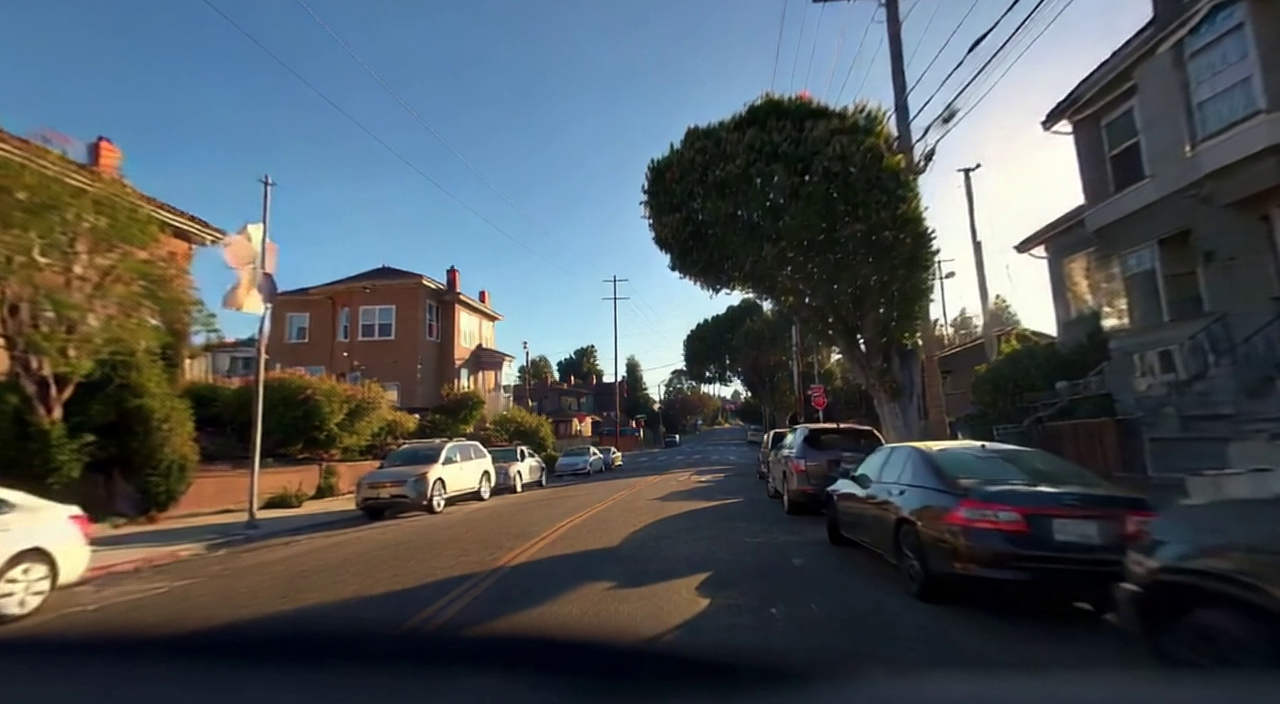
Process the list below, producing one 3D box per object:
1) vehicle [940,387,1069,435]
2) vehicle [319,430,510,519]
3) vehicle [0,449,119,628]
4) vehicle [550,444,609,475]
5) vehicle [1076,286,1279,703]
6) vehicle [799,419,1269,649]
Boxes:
[{"bbox_3d":[12.559,2.162,22.203,1.909,1.455,4.721,-1,-8,3],"label":"vehicle"},{"bbox_3d":[-5.703,3.161,17.158,2.359,1.947,5.833,-1,-8,8],"label":"vehicle"},{"bbox_3d":[-7.443,1.684,5.123,2.086,1.706,4.649,-1,-8,8],"label":"vehicle"},{"bbox_3d":[-3.002,5.464,32.419,2.098,1.454,4.449,-1,-8,7],"label":"vehicle"},{"bbox_3d":[3.061,0.480,0.419,2.161,1.813,4.910,-1,-8,2],"label":"vehicle"},{"bbox_3d":[3.187,1.524,6.581,1.873,1.489,4.761,0,-8,1],"label":"vehicle"}]
